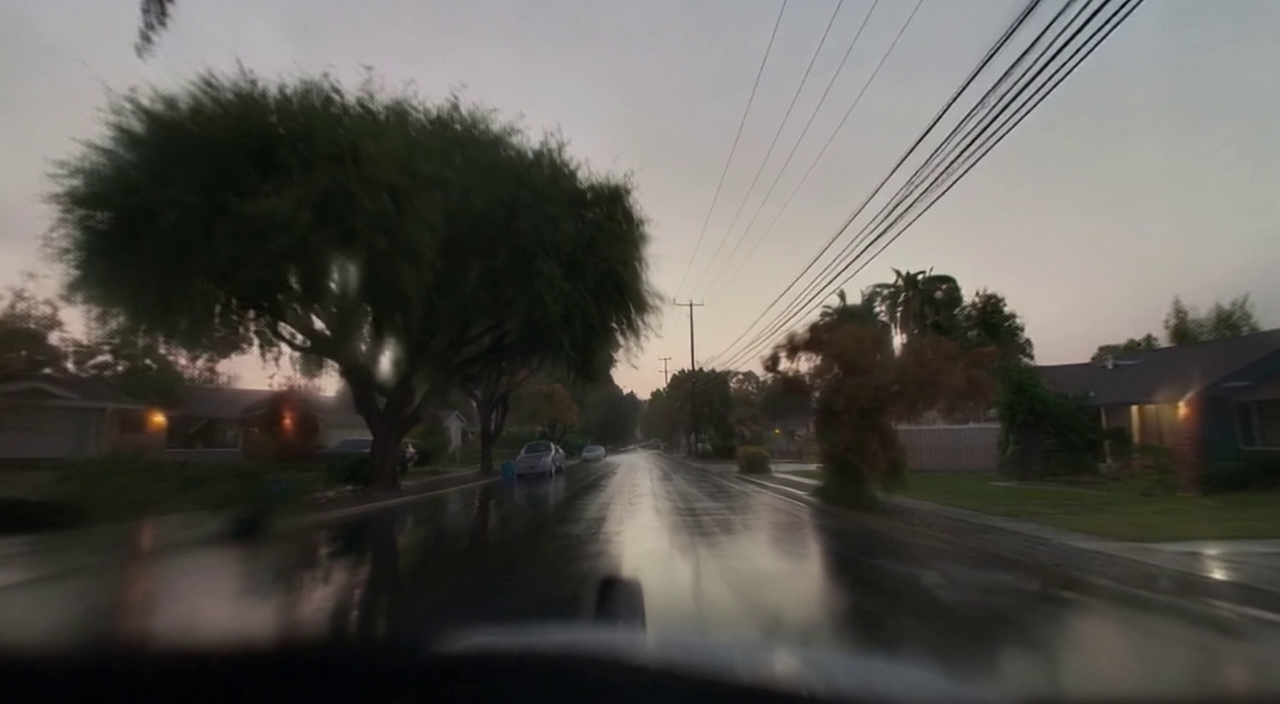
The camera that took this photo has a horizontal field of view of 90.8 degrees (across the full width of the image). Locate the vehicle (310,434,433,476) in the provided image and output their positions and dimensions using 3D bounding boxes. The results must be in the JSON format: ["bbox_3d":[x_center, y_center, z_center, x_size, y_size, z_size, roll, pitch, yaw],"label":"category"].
[{"bbox_3d":[-13.072,5.039,30.988,5.033,1.997,2.126,0,-9,0],"label":"vehicle"}]

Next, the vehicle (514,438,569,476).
[{"bbox_3d":[-6.258,6.801,40.875,2.739,2.164,6.065,-1,-9,-1],"label":"vehicle"}]
